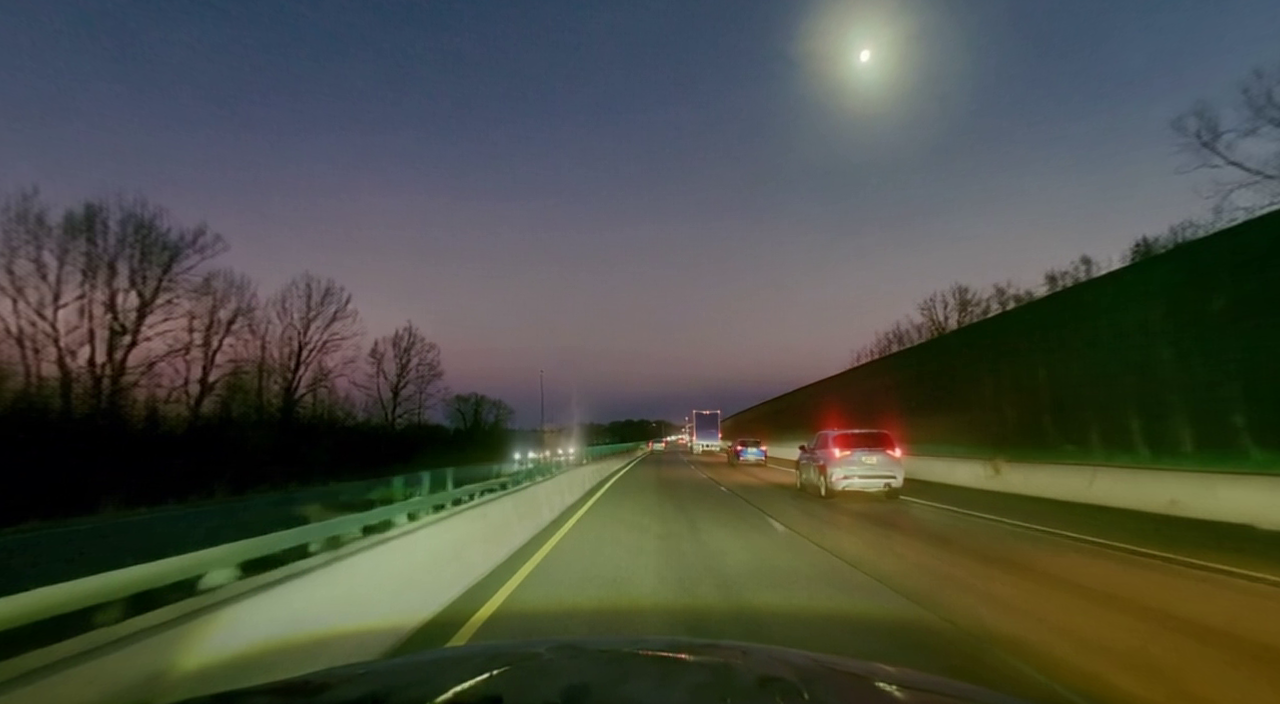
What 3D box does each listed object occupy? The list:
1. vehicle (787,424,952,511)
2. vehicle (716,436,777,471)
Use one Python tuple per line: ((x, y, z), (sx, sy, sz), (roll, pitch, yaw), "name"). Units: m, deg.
((4.604, 2.370, 13.377), (1.940, 1.539, 4.005), (0, -8, -1), "vehicle")
((4.808, 4.642, 29.095), (2.000, 1.473, 4.440), (0, -8, -1), "vehicle")
